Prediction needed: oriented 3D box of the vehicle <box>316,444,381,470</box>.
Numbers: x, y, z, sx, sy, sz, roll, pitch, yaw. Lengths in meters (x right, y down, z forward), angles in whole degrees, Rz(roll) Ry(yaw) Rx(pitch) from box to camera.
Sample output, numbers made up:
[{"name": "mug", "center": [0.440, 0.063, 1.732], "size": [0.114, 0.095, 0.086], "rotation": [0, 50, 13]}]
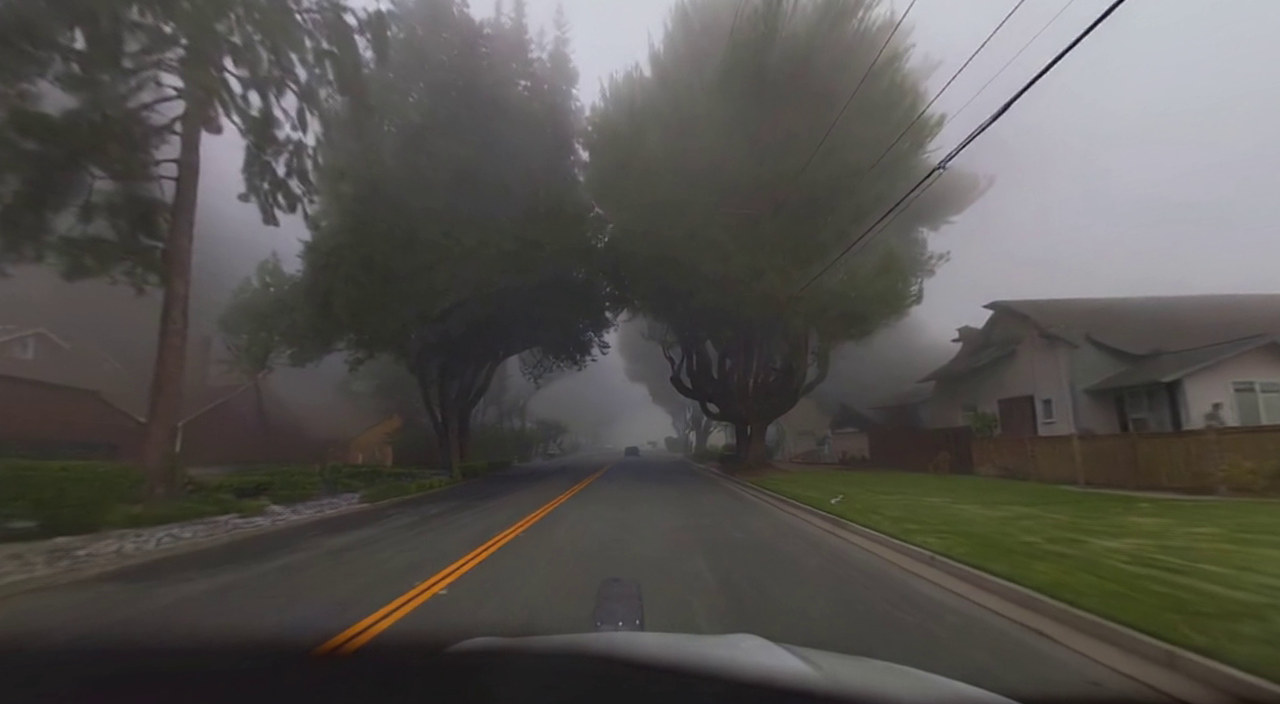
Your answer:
[{"name": "vehicle", "center": [-19.673, 7.093, 42.631], "size": [3.834, 1.615, 1.872], "rotation": [-4, -11, 27]}]

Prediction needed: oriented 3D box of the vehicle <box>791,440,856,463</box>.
[{"name": "vehicle", "center": [14.374, 7.783, 49.469], "size": [4.493, 1.690, 1.944], "rotation": [-5, -10, 30]}]
